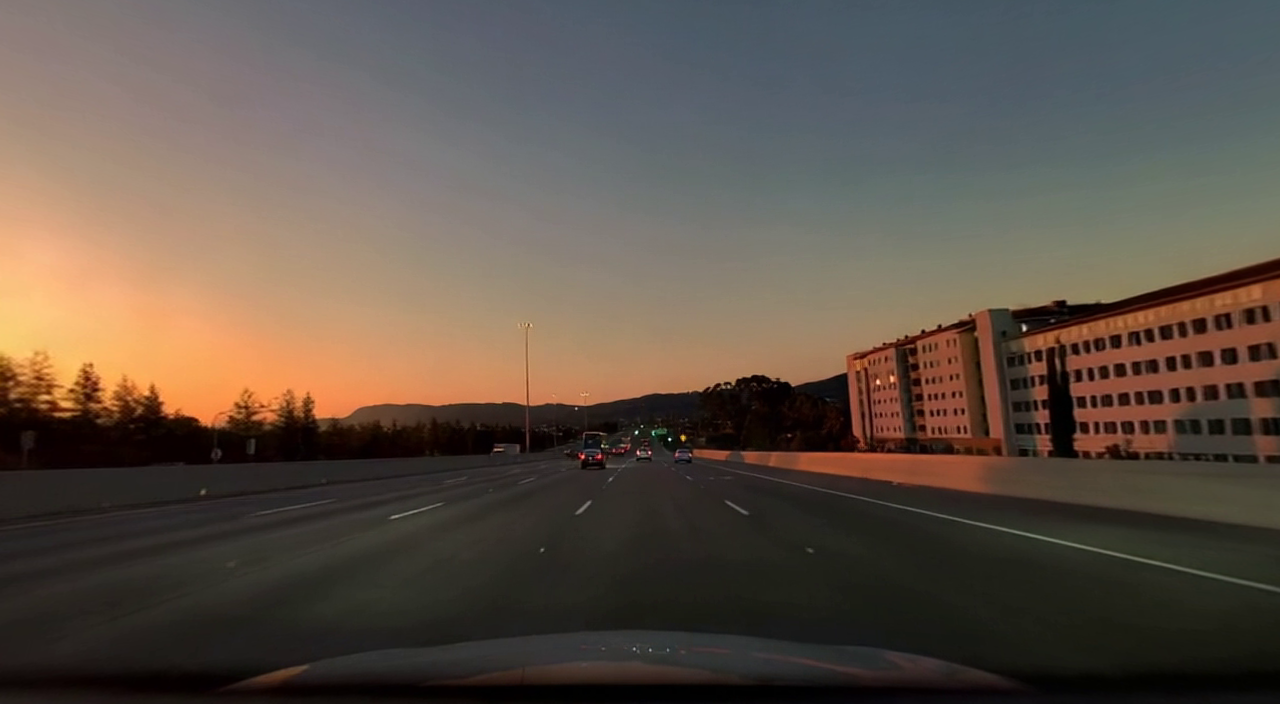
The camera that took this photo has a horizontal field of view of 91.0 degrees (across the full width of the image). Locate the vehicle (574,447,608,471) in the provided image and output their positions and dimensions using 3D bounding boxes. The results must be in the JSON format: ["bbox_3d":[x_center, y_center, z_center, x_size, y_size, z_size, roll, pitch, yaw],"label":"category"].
[{"bbox_3d":[-3.555,7.864,46.453,2.195,1.630,4.336,0,-9,0],"label":"vehicle"}]
